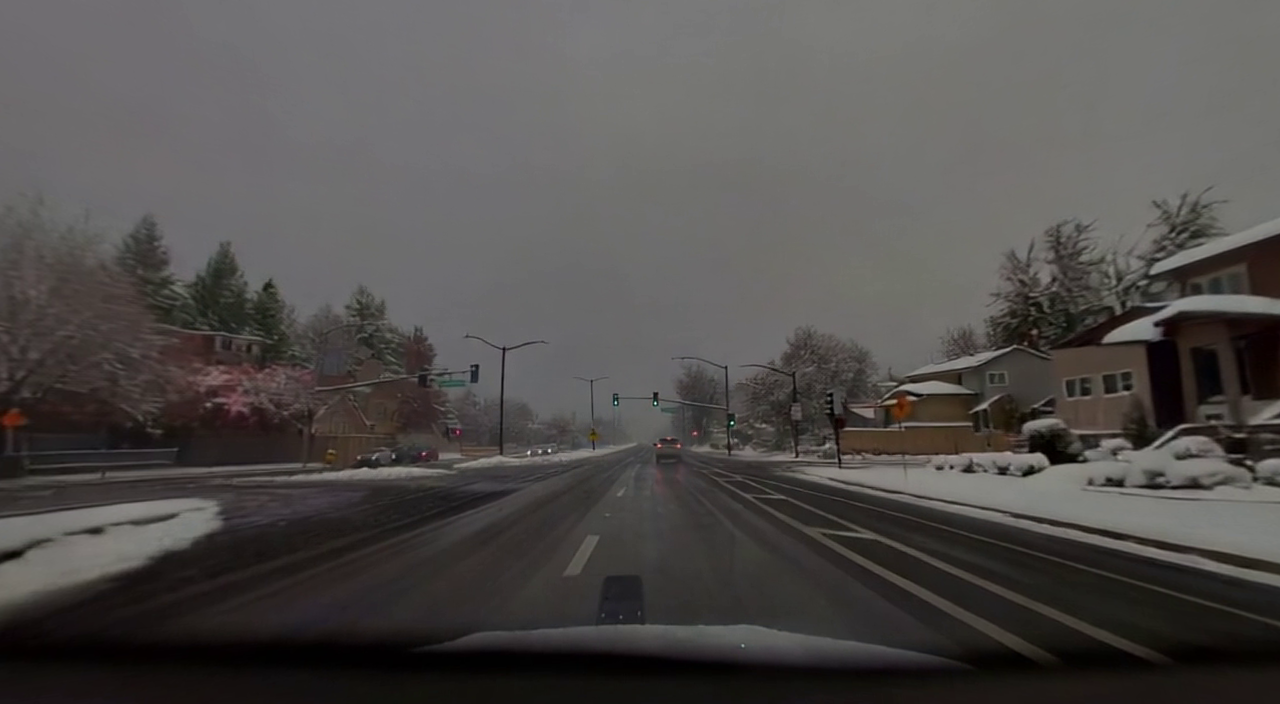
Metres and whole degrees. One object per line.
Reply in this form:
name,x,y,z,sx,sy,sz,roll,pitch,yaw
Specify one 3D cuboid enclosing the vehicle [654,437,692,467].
vehicle,2.148,6.726,42.510,2.273,1.851,5.075,0,-9,0
